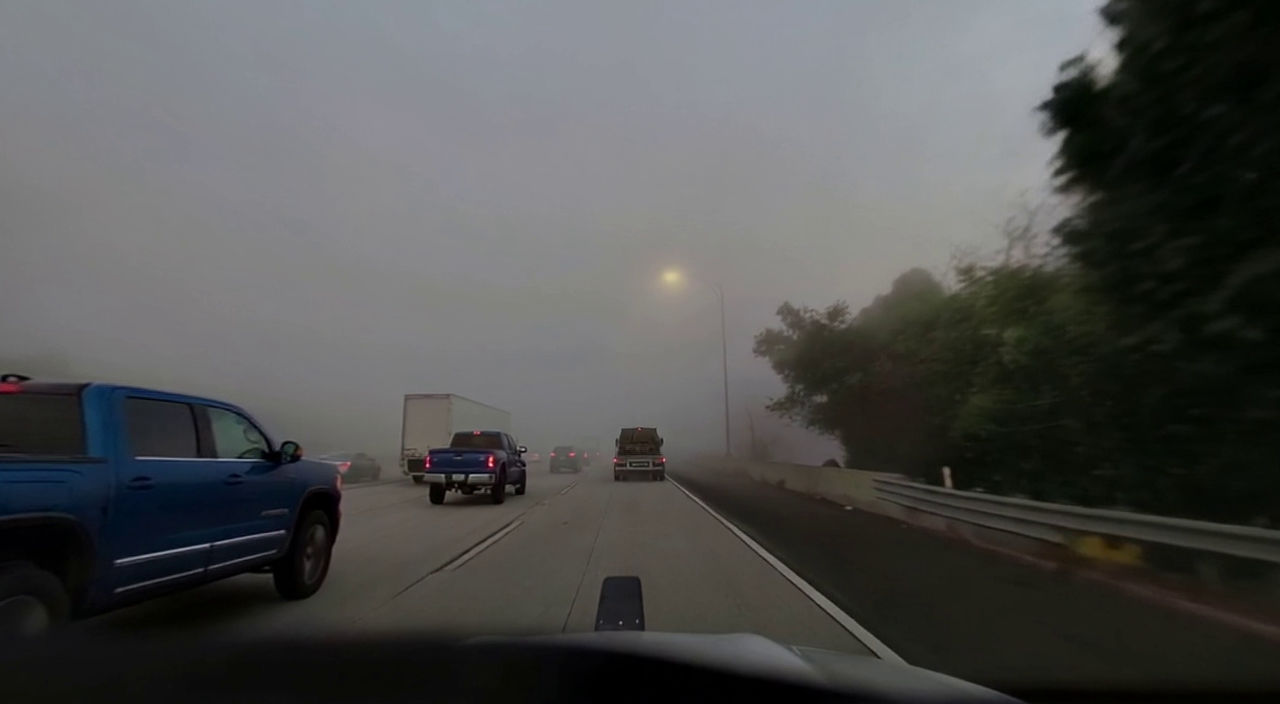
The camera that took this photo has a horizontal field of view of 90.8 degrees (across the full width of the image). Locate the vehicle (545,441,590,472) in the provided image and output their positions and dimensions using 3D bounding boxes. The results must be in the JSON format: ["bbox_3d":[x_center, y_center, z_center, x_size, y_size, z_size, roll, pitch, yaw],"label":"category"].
[{"bbox_3d":[-4.687,6.862,41.576,2.329,1.859,4.823,0,-9,0],"label":"vehicle"}]

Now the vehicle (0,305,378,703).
[{"bbox_3d":[-3.548,0.866,3.080,2.303,1.835,5.044,0,-9,1],"label":"vehicle"}]

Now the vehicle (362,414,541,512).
[{"bbox_3d":[-4.251,2.684,15.676,2.575,1.958,5.730,-1,-9,1],"label":"vehicle"}]

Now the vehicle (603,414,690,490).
[{"bbox_3d":[0.098,3.904,24.816,2.886,2.471,7.692,0,-9,-2],"label":"vehicle"}]
